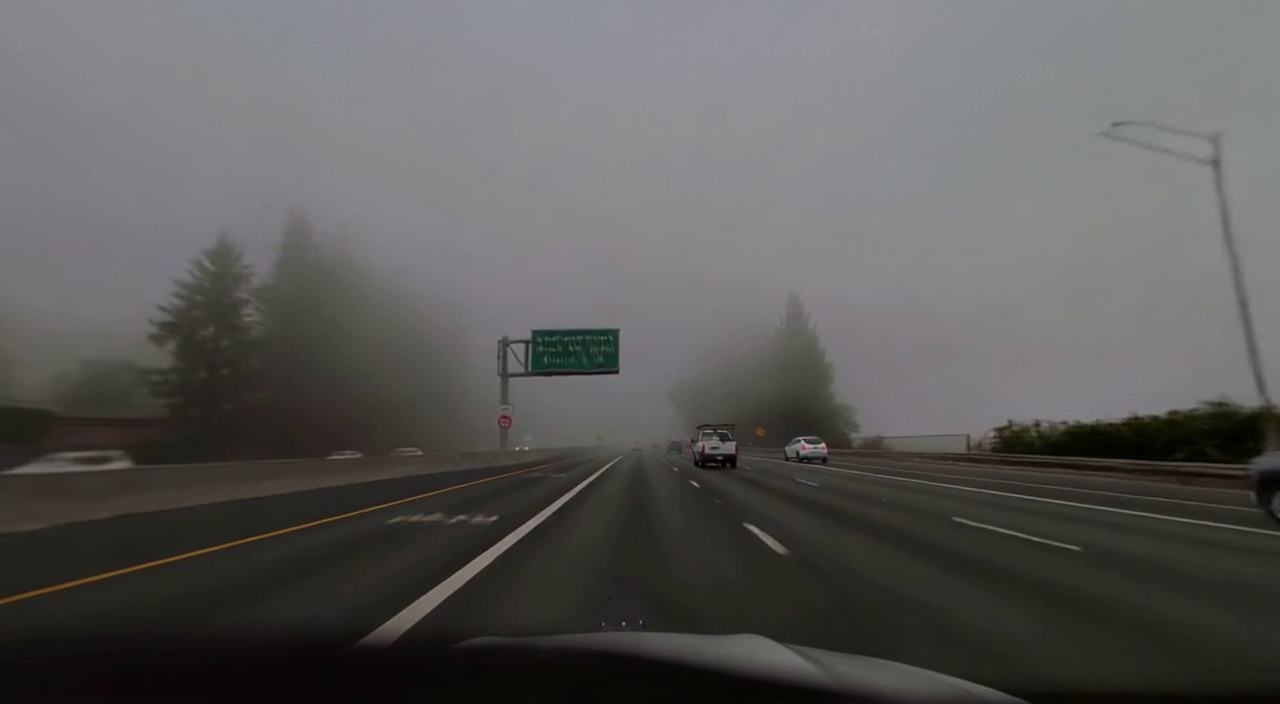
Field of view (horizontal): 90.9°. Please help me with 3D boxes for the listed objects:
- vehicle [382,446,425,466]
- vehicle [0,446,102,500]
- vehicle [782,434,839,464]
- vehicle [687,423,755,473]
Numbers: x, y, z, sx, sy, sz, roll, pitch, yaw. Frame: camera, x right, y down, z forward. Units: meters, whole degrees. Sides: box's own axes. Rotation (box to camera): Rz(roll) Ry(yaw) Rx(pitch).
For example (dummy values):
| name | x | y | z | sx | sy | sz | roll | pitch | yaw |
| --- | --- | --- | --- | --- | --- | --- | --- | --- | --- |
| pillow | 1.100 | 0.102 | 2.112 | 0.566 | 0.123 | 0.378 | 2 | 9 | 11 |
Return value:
| name | x | y | z | sx | sy | sz | roll | pitch | yaw |
| --- | --- | --- | --- | --- | --- | --- | --- | --- | --- |
| vehicle | -18.061 | 7.968 | 48.369 | 1.780 | 1.457 | 3.809 | 0 | -8 | 0 |
| vehicle | -21.097 | 4.050 | 21.348 | 1.859 | 1.654 | 4.370 | 0 | -8 | 0 |
| vehicle | 10.297 | 5.888 | 38.464 | 2.045 | 1.658 | 4.598 | 0 | -8 | -2 |
| vehicle | 3.459 | 4.233 | 28.032 | 2.218 | 1.964 | 5.662 | 0 | -8 | 0 |
